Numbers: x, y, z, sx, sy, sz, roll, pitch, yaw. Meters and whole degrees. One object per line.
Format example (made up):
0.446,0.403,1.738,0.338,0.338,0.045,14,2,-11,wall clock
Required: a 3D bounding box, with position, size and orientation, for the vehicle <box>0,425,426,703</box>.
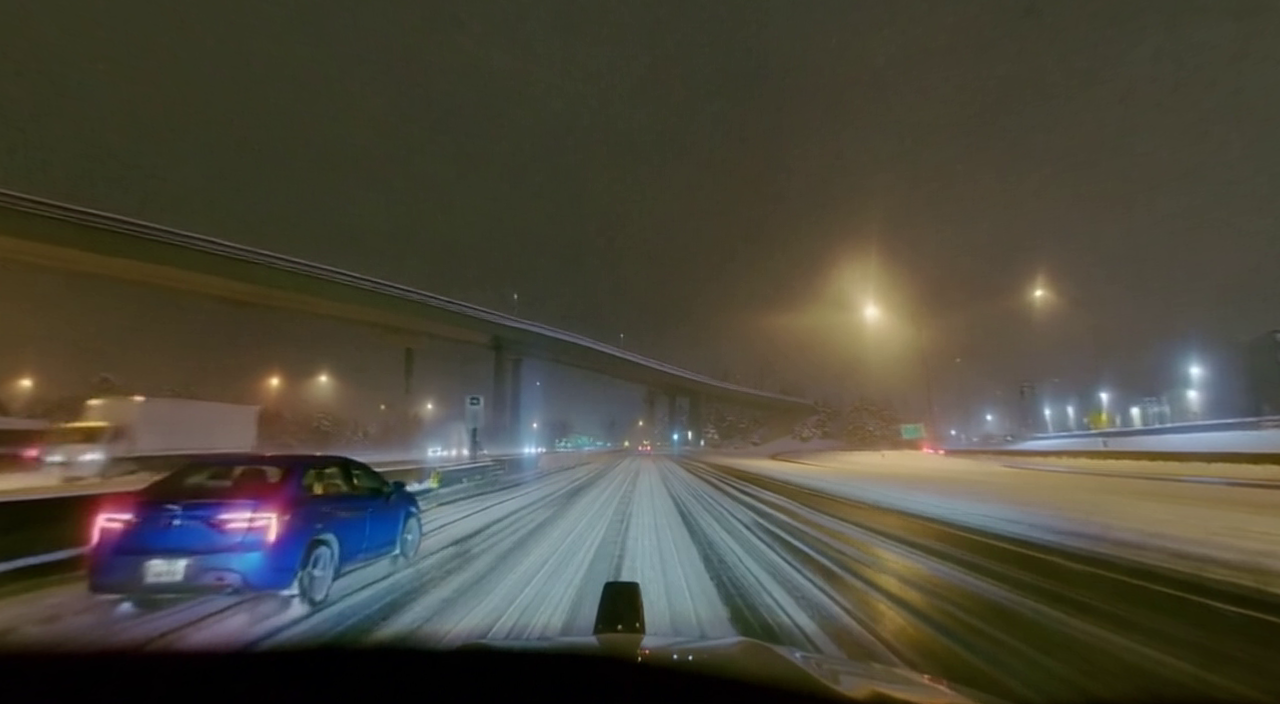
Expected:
-3.645,1.443,5.430,2.044,1.478,4.114,0,-8,2,vehicle
